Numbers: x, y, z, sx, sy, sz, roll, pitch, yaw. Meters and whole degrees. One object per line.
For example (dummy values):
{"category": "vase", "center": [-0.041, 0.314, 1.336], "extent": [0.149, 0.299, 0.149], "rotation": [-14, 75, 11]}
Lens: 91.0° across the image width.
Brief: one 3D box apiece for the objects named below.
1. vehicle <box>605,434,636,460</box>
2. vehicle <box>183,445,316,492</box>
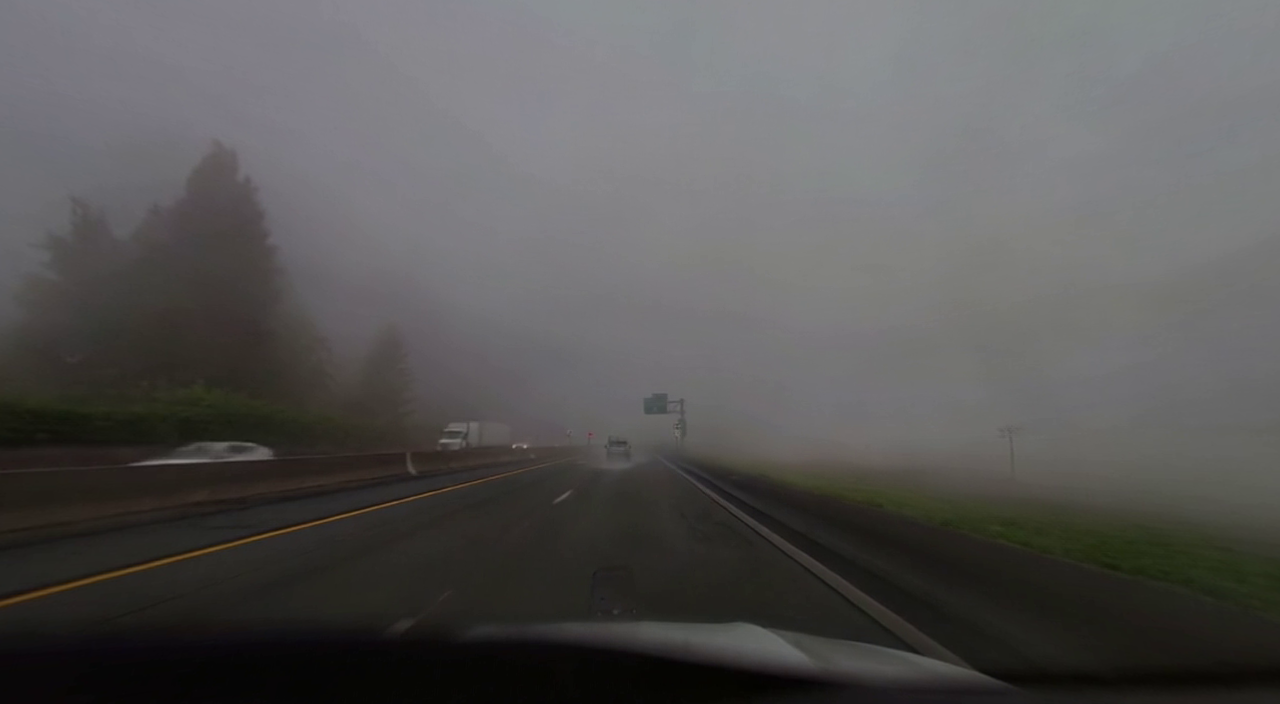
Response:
{"category": "vehicle", "center": [-1.420, 7.040, 46.865], "extent": [2.188, 1.825, 4.282], "rotation": [0, -8, -1]}
{"category": "vehicle", "center": [-13.798, 4.093, 22.618], "extent": [1.894, 1.460, 4.455], "rotation": [0, -8, 0]}
